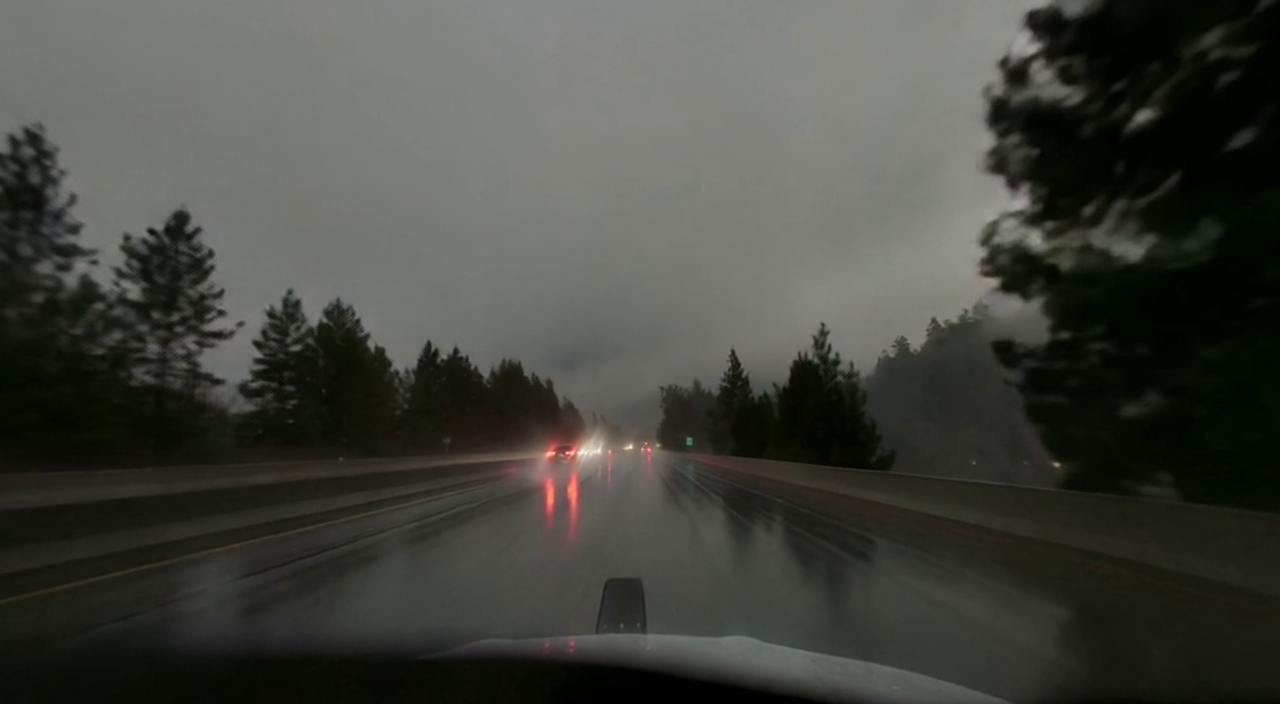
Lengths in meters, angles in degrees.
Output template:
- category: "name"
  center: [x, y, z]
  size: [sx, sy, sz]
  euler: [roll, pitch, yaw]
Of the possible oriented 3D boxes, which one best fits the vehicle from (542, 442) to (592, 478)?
- category: "vehicle"
  center: [-3.442, 5.196, 30.462]
  size: [1.846, 1.600, 4.108]
  euler: [0, -9, 1]
